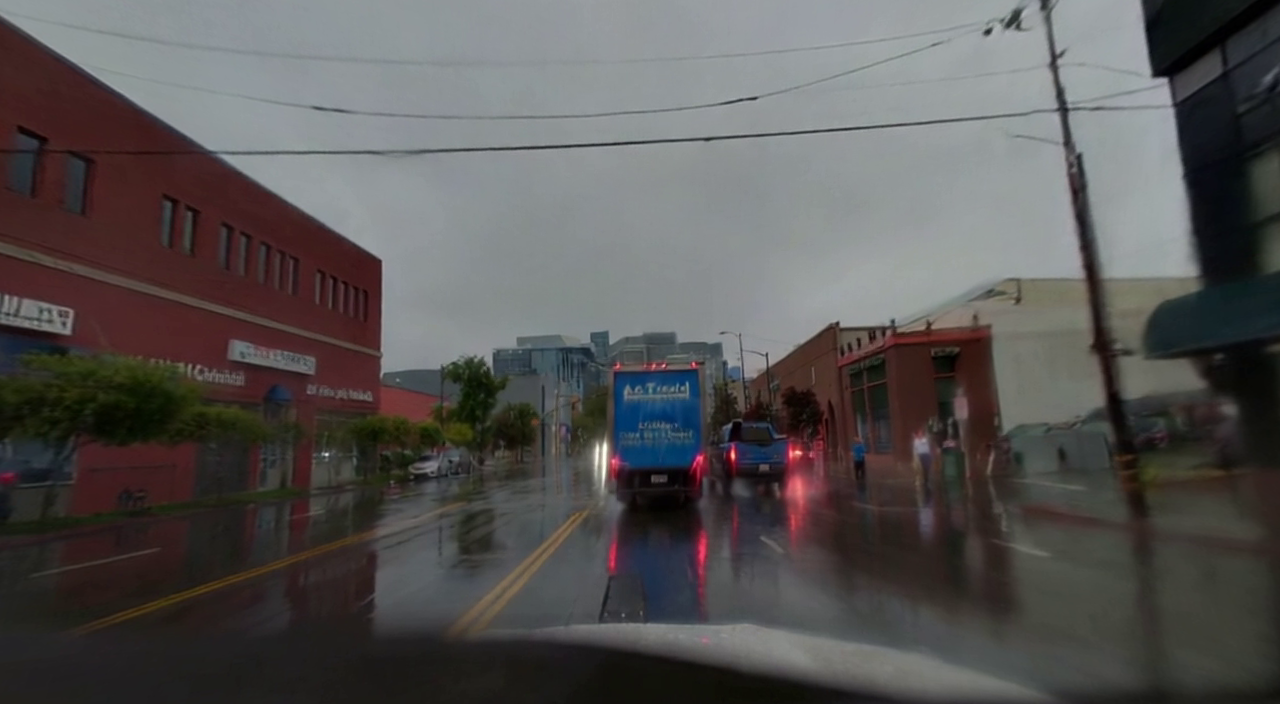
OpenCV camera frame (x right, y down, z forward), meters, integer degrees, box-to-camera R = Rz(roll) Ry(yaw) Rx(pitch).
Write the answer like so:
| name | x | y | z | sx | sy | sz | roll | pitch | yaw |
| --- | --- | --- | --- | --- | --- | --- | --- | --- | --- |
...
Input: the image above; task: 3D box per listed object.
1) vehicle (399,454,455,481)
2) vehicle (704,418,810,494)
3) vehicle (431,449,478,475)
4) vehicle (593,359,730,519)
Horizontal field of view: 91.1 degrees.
| name | x | y | z | sx | sy | sz | roll | pitch | yaw |
| --- | --- | --- | --- | --- | --- | --- | --- | --- | --- |
| vehicle | -13.165 | 7.167 | 39.138 | 1.901 | 1.508 | 4.405 | 0 | -8 | 0 |
| vehicle | 3.460 | 3.234 | 19.840 | 2.346 | 2.062 | 5.236 | 0 | -8 | 0 |
| vehicle | -13.003 | 7.742 | 44.352 | 1.943 | 1.682 | 4.365 | 0 | -8 | 0 |
| vehicle | 0.294 | 2.046 | 14.725 | 2.517 | 2.926 | 6.177 | 0 | -9 | -2 |
